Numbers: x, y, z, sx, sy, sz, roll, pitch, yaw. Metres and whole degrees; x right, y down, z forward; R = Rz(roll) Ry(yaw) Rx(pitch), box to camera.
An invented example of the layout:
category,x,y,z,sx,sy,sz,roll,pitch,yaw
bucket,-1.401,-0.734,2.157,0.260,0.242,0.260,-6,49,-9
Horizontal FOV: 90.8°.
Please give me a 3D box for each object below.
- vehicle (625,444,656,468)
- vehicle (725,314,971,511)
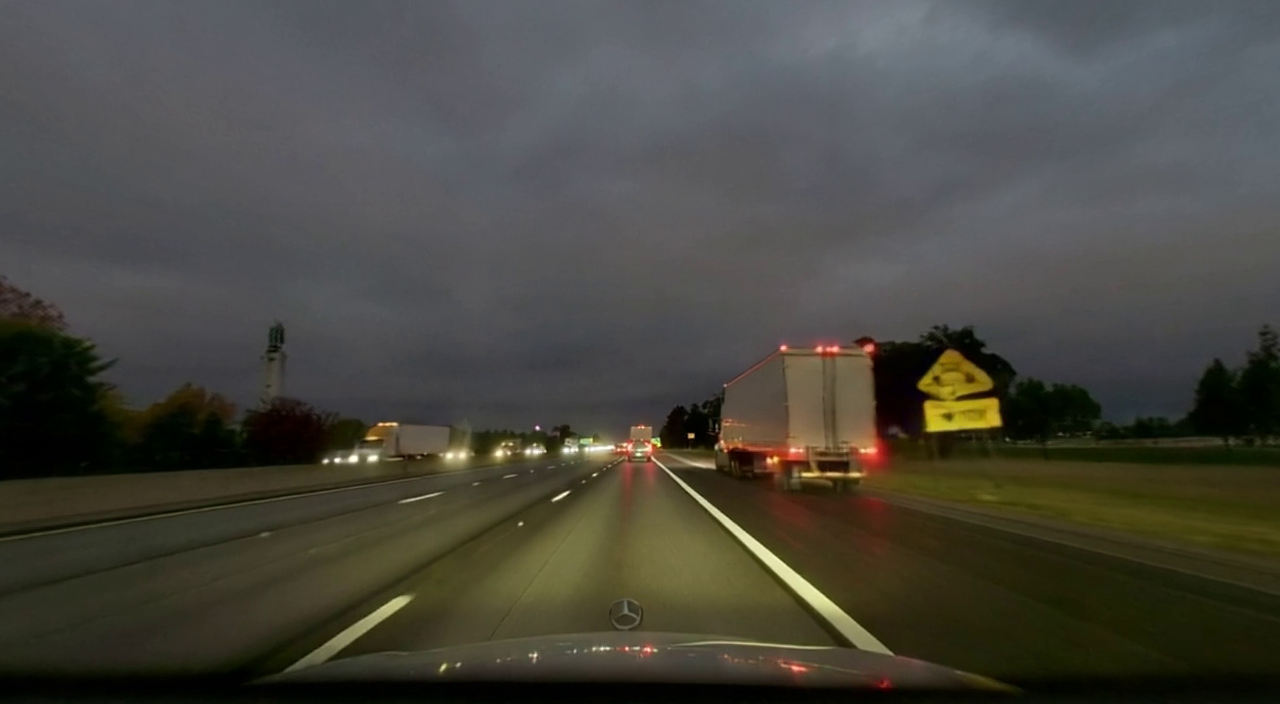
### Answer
category,x,y,z,sx,sy,sz,roll,pitch,yaw
vehicle,0.037,6.836,41.656,1.972,1.492,3.697,0,-9,0
vehicle,5.248,2.307,20.274,2.893,4.114,14.332,0,-9,-1
